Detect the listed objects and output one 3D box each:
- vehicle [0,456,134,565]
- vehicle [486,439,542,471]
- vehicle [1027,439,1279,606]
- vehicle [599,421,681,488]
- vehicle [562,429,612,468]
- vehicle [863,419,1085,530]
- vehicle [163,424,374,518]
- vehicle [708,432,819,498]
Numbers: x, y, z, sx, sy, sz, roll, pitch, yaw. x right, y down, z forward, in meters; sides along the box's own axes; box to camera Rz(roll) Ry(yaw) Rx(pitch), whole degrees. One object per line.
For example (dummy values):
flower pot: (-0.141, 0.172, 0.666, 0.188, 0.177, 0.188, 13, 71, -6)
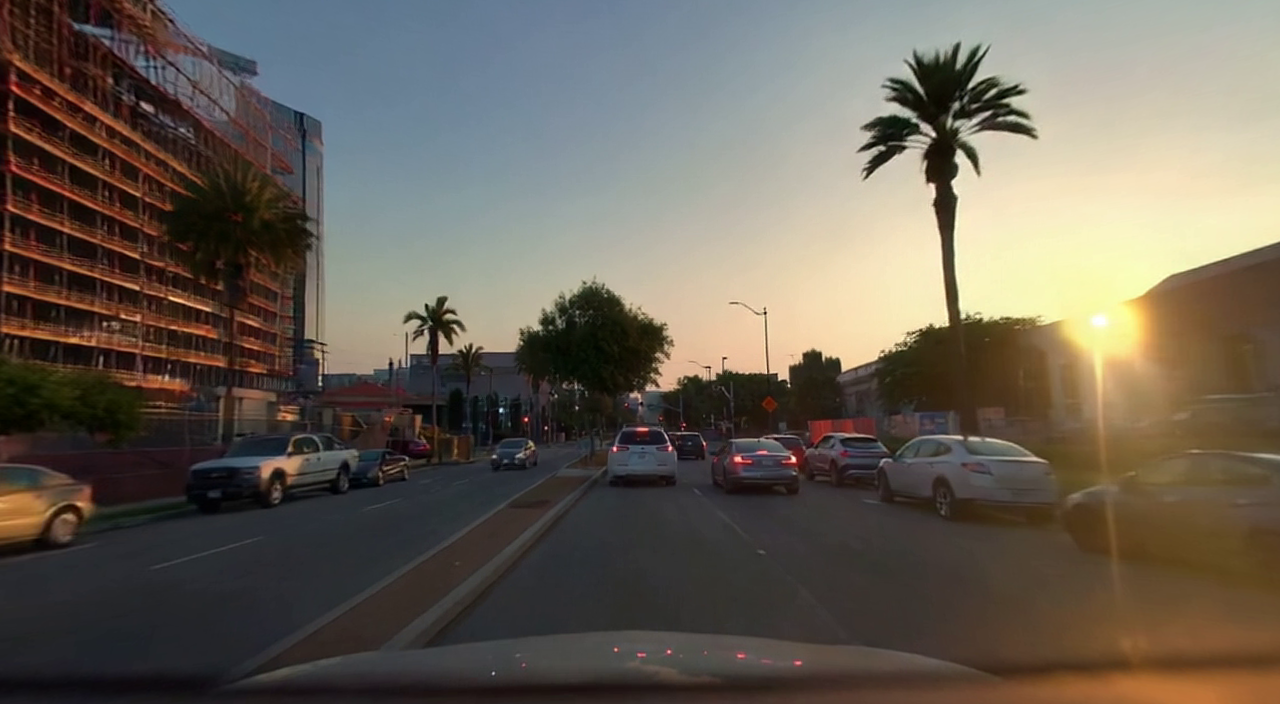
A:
vehicle: (-9.892, 2.247, 8.792, 1.804, 1.478, 4.734, 0, -8, -1)
vehicle: (-6.390, 5.262, 32.538, 2.020, 1.486, 4.363, 0, -8, 0)
vehicle: (6.445, 1.662, 6.737, 1.819, 1.435, 4.337, 0, -8, -1)
vehicle: (-0.011, 3.142, 19.605, 2.264, 1.798, 4.258, 0, -8, 0)
vehicle: (-2.669, 4.982, 32.737, 2.180, 1.879, 4.452, 0, -8, 0)
vehicle: (6.325, 2.351, 12.732, 1.886, 1.792, 4.525, 0, -8, -1)
vehicle: (-10.027, 3.324, 17.885, 2.294, 1.948, 6.025, -6, -10, 0)
vehicle: (3.054, 2.881, 16.530, 1.999, 1.487, 3.939, 0, -8, -1)
